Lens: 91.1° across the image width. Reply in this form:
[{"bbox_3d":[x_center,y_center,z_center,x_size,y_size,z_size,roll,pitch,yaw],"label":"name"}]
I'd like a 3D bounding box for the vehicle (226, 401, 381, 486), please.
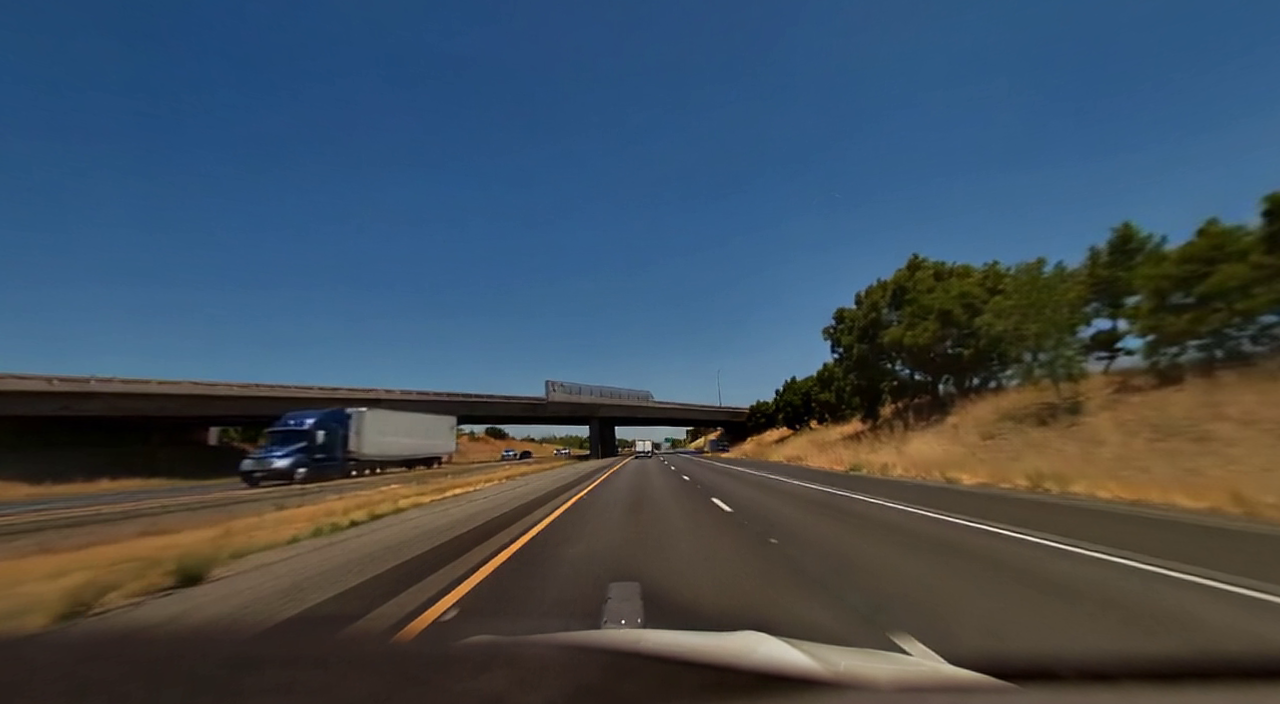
[{"bbox_3d":[-17.271,4.844,33.284,3.078,3.866,8.973,0,-8,1],"label":"vehicle"}]
